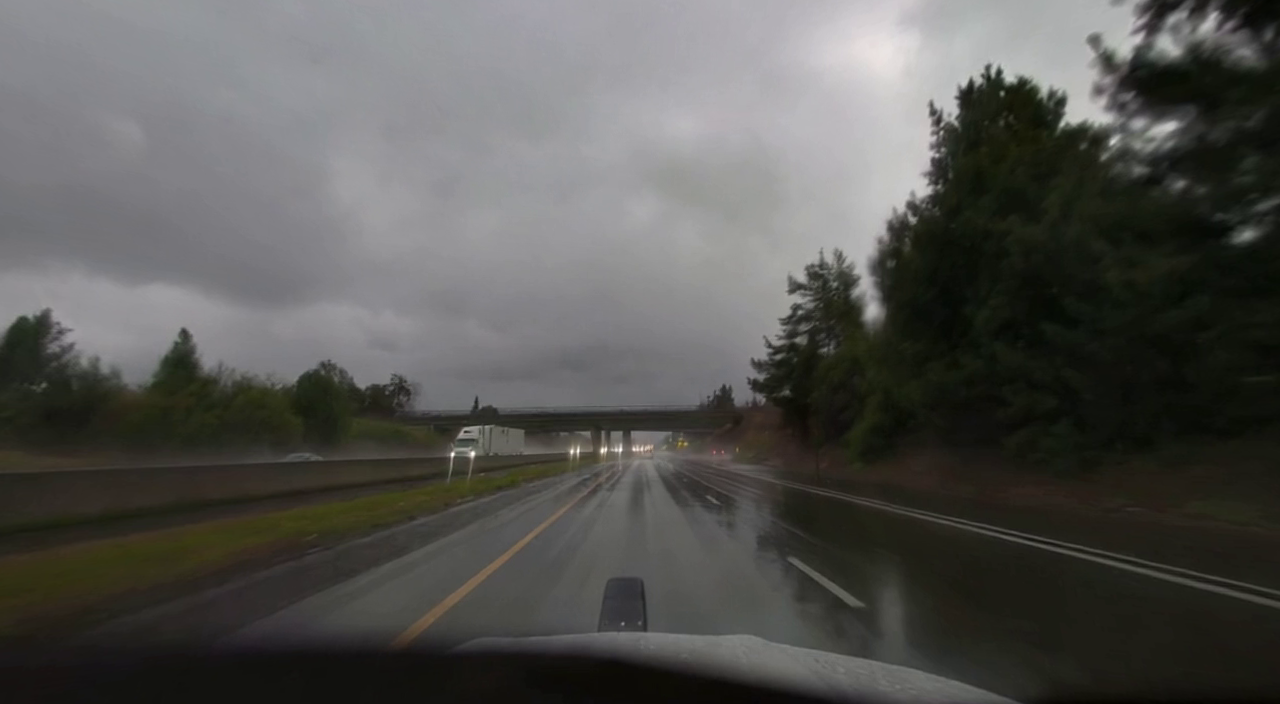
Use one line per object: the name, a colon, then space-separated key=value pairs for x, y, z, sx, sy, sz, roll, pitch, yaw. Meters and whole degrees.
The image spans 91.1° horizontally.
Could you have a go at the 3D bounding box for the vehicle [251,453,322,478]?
vehicle: x=-23.626 y=7.574 z=42.161 sx=1.941 sy=1.485 sz=4.816 roll=0 pitch=-8 yaw=0
